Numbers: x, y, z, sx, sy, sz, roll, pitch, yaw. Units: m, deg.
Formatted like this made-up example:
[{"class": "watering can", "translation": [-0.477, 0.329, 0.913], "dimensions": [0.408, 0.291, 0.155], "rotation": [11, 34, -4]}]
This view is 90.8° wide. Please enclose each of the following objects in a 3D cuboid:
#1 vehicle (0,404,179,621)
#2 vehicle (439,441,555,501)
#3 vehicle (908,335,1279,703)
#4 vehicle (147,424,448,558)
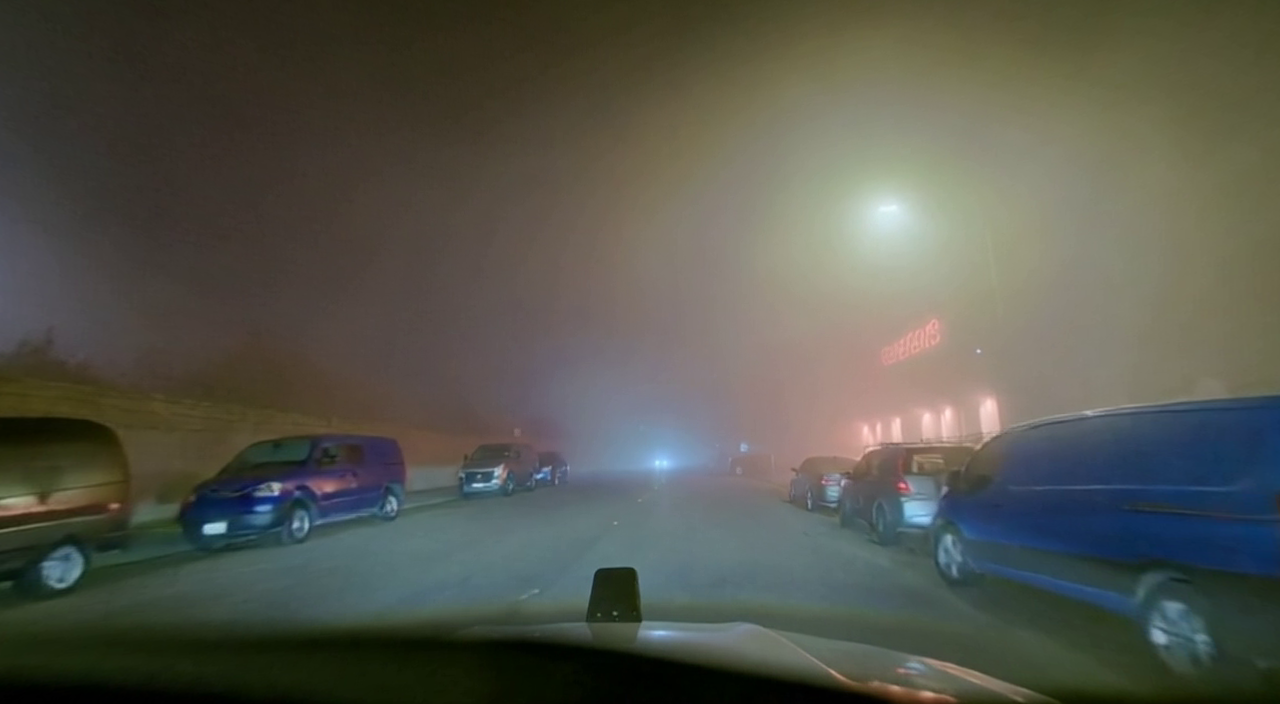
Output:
[{"class": "vehicle", "translation": [-6.613, 1.411, 5.529], "dimensions": [1.857, 1.908, 4.081], "rotation": [-1, -9, 3]}, {"class": "vehicle", "translation": [-5.044, 4.299, 23.397], "dimensions": [2.504, 1.919, 5.658], "rotation": [-1, -9, 6]}, {"class": "vehicle", "translation": [4.387, 1.230, 4.887], "dimensions": [2.327, 2.021, 5.850], "rotation": [1, -8, 3]}, {"class": "vehicle", "translation": [-5.964, 2.476, 12.254], "dimensions": [2.304, 1.937, 5.720], "rotation": [-1, -9, 4]}]
